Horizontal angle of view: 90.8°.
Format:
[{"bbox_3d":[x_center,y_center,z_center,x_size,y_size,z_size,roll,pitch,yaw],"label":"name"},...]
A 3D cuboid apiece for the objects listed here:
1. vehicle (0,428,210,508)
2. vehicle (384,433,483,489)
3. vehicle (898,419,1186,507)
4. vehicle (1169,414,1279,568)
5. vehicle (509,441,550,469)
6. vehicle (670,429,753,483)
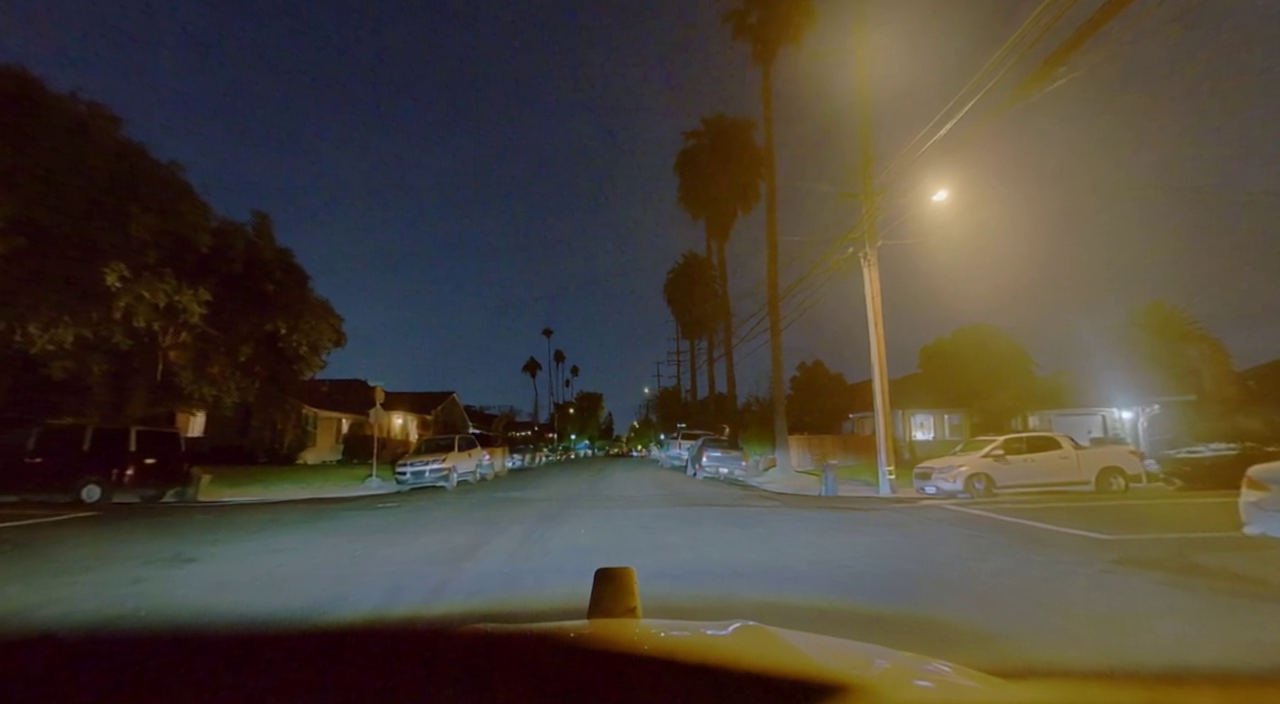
[{"bbox_3d":[-14.779,2.953,16.067,5.847,1.766,2.392,-1,-9,-2],"label":"vehicle"},{"bbox_3d":[-6.949,3.720,21.834,2.198,1.724,4.493,1,-9,-5],"label":"vehicle"},{"bbox_3d":[10.303,2.876,16.574,5.971,1.967,2.385,-1,-9,-5],"label":"vehicle"},{"bbox_3d":[8.990,1.562,7.129,4.181,1.638,2.015,0,-9,-1],"label":"vehicle"},{"bbox_3d":[-7.821,7.316,45.133,2.178,1.865,4.658,1,-9,-2],"label":"vehicle"},{"bbox_3d":[2.711,4.168,25.588,2.505,1.895,5.805,1,-9,-2],"label":"vehicle"}]
